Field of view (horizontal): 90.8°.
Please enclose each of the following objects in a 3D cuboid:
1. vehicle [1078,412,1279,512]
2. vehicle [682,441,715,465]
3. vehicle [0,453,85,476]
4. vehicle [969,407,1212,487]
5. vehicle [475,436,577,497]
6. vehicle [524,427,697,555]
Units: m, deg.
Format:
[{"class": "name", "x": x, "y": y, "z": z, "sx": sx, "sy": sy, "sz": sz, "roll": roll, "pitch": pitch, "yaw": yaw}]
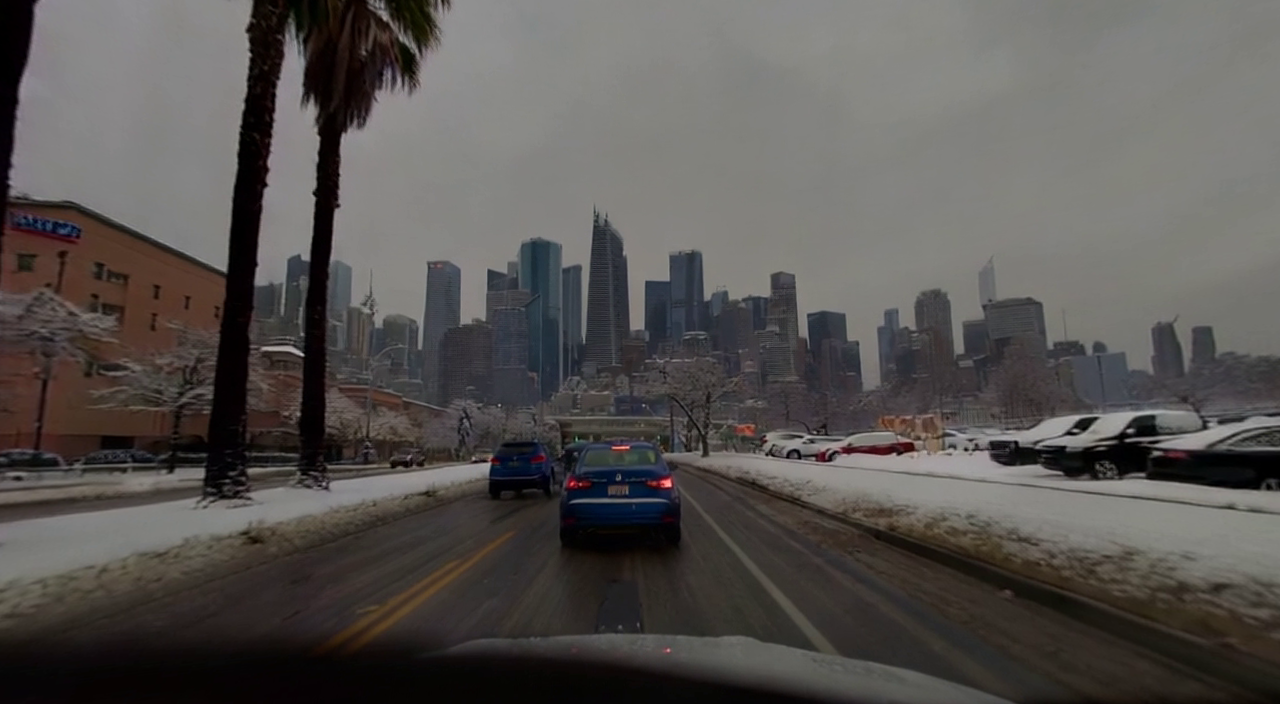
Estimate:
[{"class": "vehicle", "x": 12.638, "y": 2.214, "z": 13.247, "sx": 5.188, "sy": 1.805, "sz": 2.228, "roll": -2, "pitch": -8, "yaw": -3}, {"class": "vehicle", "x": 4.312, "y": 7.498, "z": 47.157, "sx": 2.039, "sy": 1.701, "sz": 4.223, "roll": 0, "pitch": -9, "yaw": 0}, {"class": "vehicle", "x": -41.659, "y": 7.812, "z": 43.915, "sx": 4.261, "sy": 1.507, "sz": 1.977, "roll": 0, "pitch": -9, "yaw": 0}, {"class": "vehicle", "x": 12.866, "y": 2.772, "z": 18.406, "sx": 5.187, "sy": 1.962, "sz": 2.196, "roll": -3, "pitch": -9, "yaw": 4}, {"class": "vehicle", "x": -3.110, "y": 3.227, "z": 18.199, "sx": 2.071, "sy": 1.544, "sz": 4.383, "roll": 0, "pitch": -9, "yaw": 1}, {"class": "vehicle", "x": -0.327, "y": 1.902, "z": 9.256, "sx": 2.004, "sy": 1.465, "sz": 3.713, "roll": 0, "pitch": -9, "yaw": 0}]
